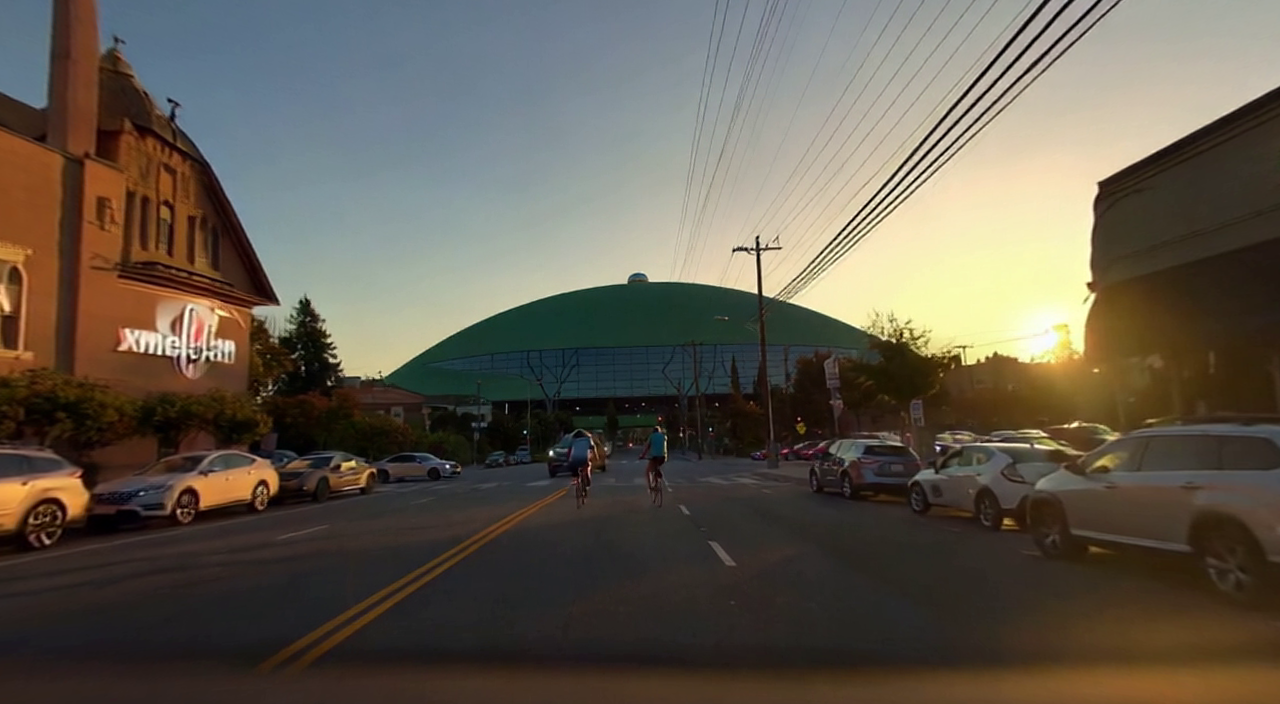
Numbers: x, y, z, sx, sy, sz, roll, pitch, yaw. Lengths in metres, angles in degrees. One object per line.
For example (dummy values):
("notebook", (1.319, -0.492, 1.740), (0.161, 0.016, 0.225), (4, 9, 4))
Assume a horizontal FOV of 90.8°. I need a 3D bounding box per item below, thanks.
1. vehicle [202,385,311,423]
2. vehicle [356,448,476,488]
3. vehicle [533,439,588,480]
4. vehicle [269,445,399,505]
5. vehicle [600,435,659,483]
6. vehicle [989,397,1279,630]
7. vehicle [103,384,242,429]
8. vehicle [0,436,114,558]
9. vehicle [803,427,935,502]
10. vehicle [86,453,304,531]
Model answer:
("vehicle", (-17.160, 2.368, 28.398), (3.685, 1.584, 1.708), (1, -9, -3))
("vehicle", (-10.788, 5.622, 30.740), (4.961, 1.832, 2.287), (0, -8, 0))
("vehicle", (-4.026, 5.514, 32.798), (2.184, 1.954, 4.898), (0, -8, 0))
("vehicle", (-10.280, 4.113, 21.771), (2.075, 1.816, 4.900), (0, -8, -1))
("vehicle", (-0.404, 4.283, 25.535), (2.190, 1.783, 4.048), (0, -8, -1))
("vehicle", (5.543, 1.366, 6.001), (1.972, 1.623, 4.469), (0, -8, 2))
("vehicle", (-17.309, 2.048, 23.522), (3.750, 1.495, 1.727), (-1, -8, -2))
("vehicle", (-10.420, 2.110, 9.053), (1.937, 1.780, 4.477), (0, -8, -1))
("vehicle", (5.779, 2.875, 16.540), (1.873, 1.714, 3.979), (0, -8, -1))
("vehicle", (-10.316, 3.224, 15.211), (1.904, 1.495, 4.585), (0, -8, 0))
